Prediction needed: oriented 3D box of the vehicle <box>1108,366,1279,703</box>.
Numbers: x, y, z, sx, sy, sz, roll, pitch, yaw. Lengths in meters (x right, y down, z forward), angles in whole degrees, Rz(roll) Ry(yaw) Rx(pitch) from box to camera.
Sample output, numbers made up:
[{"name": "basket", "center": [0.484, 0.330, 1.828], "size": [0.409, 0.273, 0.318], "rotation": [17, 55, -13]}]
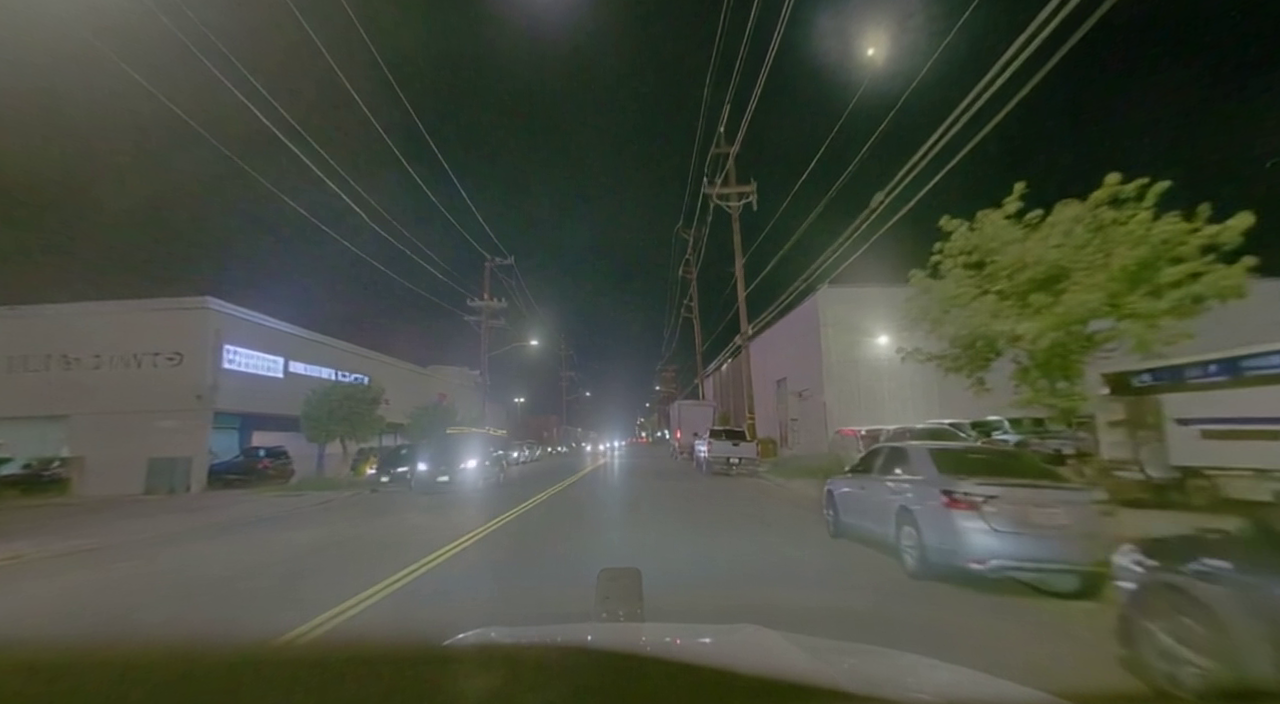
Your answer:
[{"name": "vehicle", "center": [3.607, 0.652, 0.993], "size": [1.911, 1.654, 5.061], "rotation": [0, -9, 1]}]

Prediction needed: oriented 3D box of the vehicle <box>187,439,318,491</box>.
[{"name": "vehicle", "center": [-14.285, 4.164, 23.668], "size": [2.016, 1.721, 4.410], "rotation": [0, -9, 1]}]

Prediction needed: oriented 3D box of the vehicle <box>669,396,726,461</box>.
[{"name": "vehicle", "center": [3.530, 5.084, 40.969], "size": [2.874, 3.757, 8.612], "rotation": [0, -9, 0]}]

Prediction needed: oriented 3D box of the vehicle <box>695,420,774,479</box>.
[{"name": "vehicle", "center": [3.555, 3.856, 25.093], "size": [2.249, 2.026, 6.211], "rotation": [0, -9, 1]}]

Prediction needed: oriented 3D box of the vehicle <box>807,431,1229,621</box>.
[{"name": "vehicle", "center": [3.589, 1.720, 7.375], "size": [1.974, 1.455, 4.776], "rotation": [0, -9, 0]}]

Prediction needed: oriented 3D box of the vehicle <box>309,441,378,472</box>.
[{"name": "vehicle", "center": [-17.259, 6.112, 37.055], "size": [1.929, 1.702, 4.121], "rotation": [0, -9, 2]}]

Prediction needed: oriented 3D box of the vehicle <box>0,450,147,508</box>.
[{"name": "vehicle", "center": [-17.350, 3.711, 18.550], "size": [4.136, 1.510, 1.842], "rotation": [-1, -9, -1]}]

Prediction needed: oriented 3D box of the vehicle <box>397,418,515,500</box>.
[{"name": "vehicle", "center": [-5.106, 3.055, 18.351], "size": [2.254, 1.963, 4.823], "rotation": [-2, -8, -4]}]
